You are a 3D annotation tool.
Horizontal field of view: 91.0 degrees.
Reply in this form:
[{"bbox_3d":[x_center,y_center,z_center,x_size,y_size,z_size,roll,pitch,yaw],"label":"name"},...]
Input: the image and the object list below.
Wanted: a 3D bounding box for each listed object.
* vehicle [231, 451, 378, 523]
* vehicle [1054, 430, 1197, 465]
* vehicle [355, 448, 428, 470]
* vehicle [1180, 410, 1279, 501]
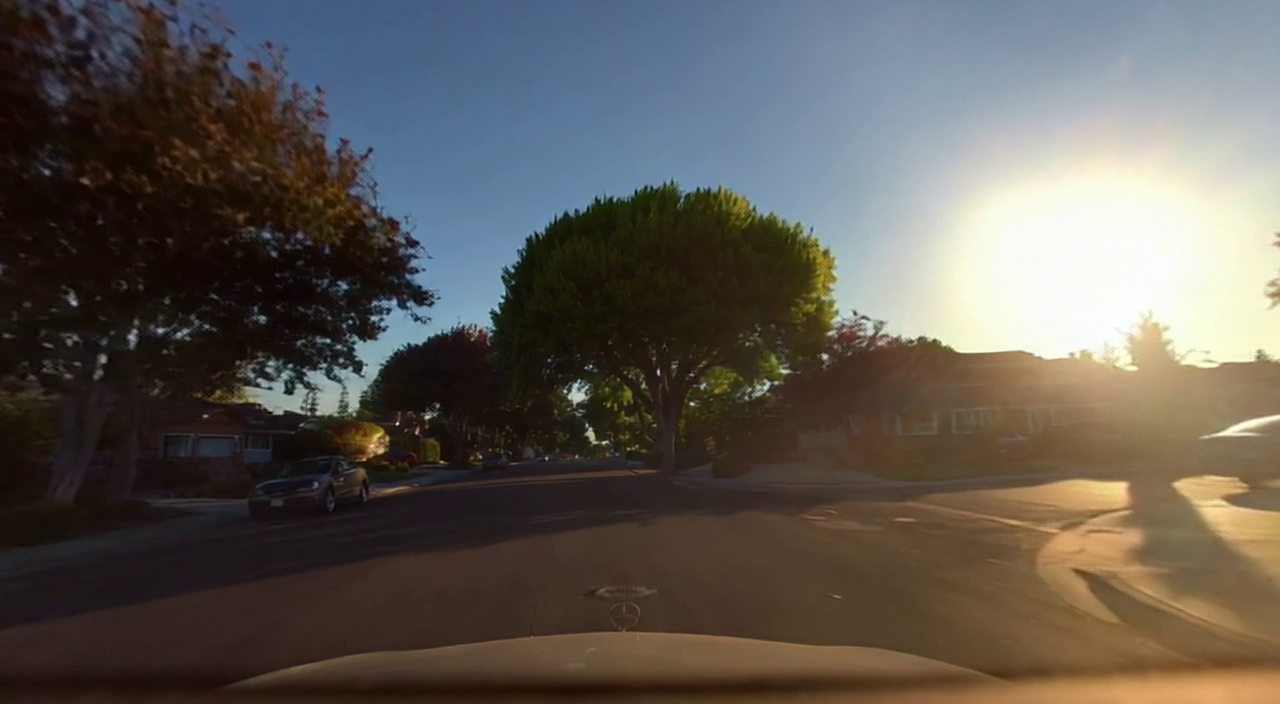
[{"bbox_3d":[-8.549,3.431,16.543,1.938,1.499,4.290,-2,-9,-7],"label":"vehicle"},{"bbox_3d":[21.903,4.354,28.746,1.932,1.464,5.044,2,-9,-11],"label":"vehicle"},{"bbox_3d":[-19.517,8.409,49.571,4.850,1.676,1.920,0,-9,-3],"label":"vehicle"},{"bbox_3d":[15.167,2.245,13.837,4.933,1.817,2.014,1,-9,-7],"label":"vehicle"}]
